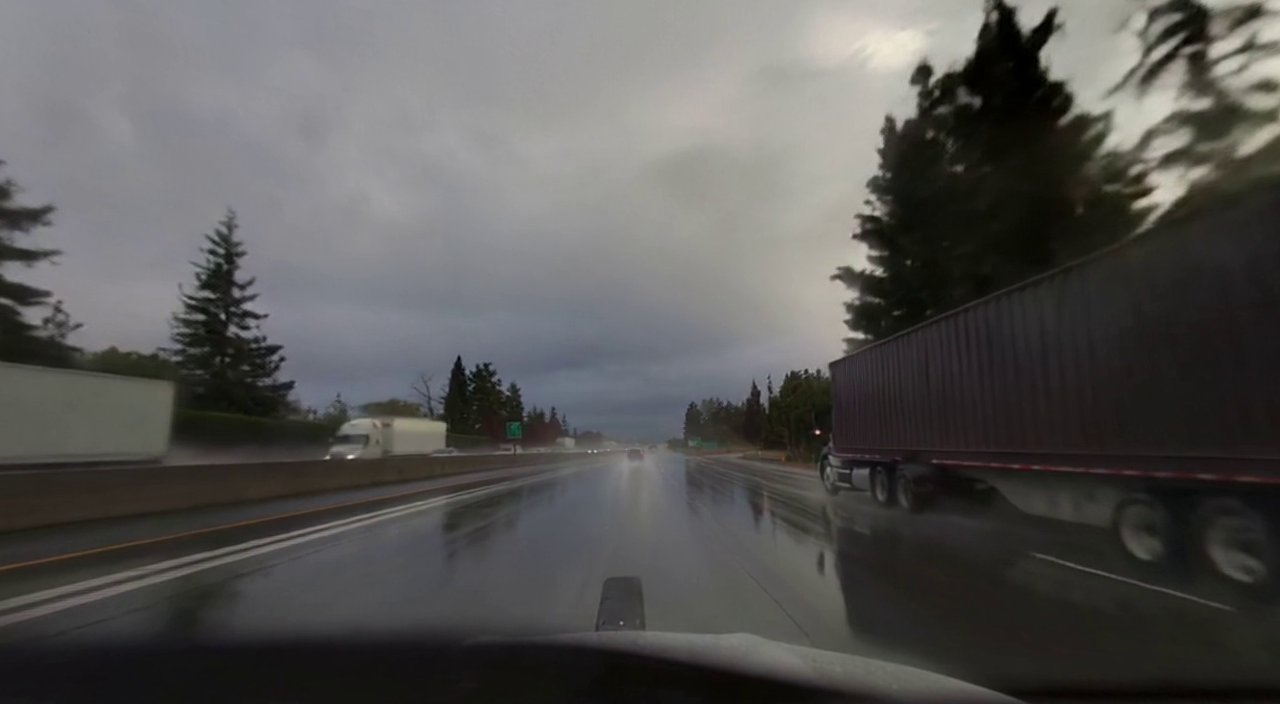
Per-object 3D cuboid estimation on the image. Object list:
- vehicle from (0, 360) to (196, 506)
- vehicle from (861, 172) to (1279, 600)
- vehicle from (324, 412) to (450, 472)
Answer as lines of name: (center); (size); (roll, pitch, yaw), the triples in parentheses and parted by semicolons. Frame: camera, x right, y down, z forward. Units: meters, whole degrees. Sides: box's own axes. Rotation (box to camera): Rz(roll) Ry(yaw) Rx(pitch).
vehicle: (-19.388, 2.152, 16.861); (2.946, 4.056, 16.865); (0, -9, 0)
vehicle: (6.911, 0.981, 10.052); (2.821, 3.681, 10.415); (0, -9, -1)
vehicle: (-18.930, 7.100, 49.288); (2.923, 3.914, 16.640); (0, -9, 0)
